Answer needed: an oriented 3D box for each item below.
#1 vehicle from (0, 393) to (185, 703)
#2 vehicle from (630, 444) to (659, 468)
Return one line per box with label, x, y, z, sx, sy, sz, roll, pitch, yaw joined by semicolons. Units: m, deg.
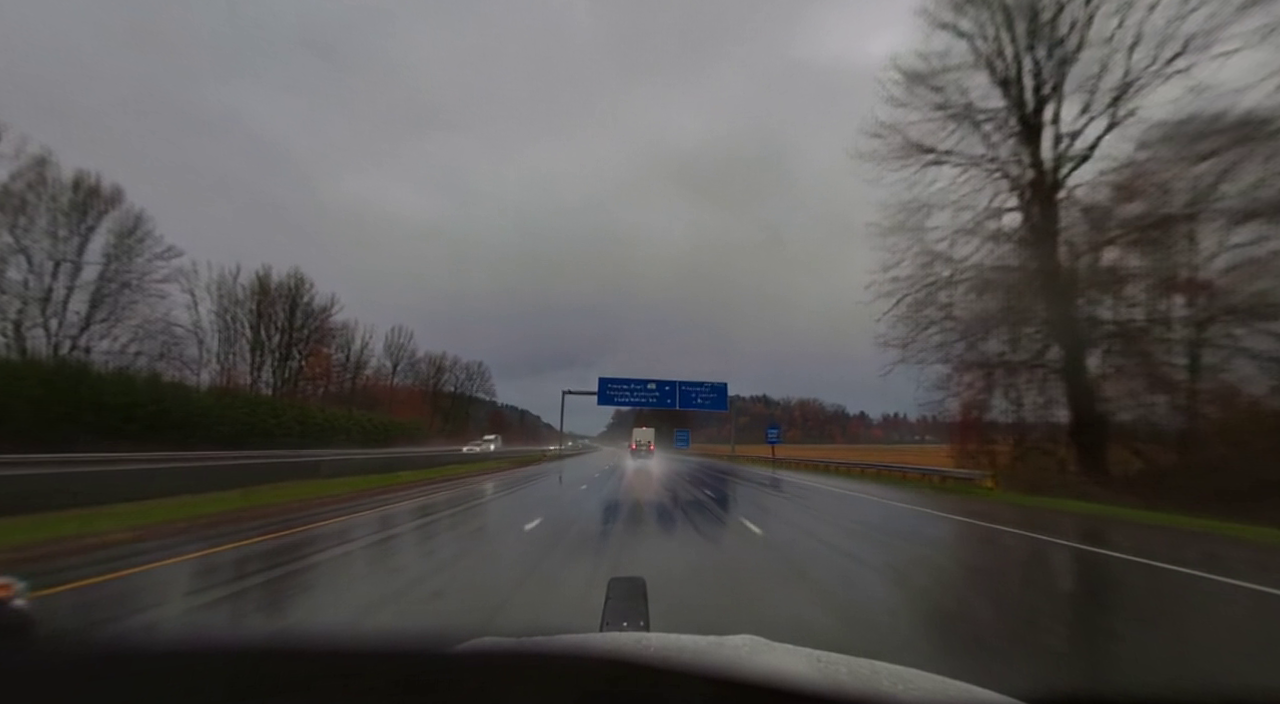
vehicle;-3.553;0.725;1.161;2.012;1.500;4.452;0;-8;1
vehicle;0.273;6.888;41.830;1.859;1.478;3.799;0;-9;0
